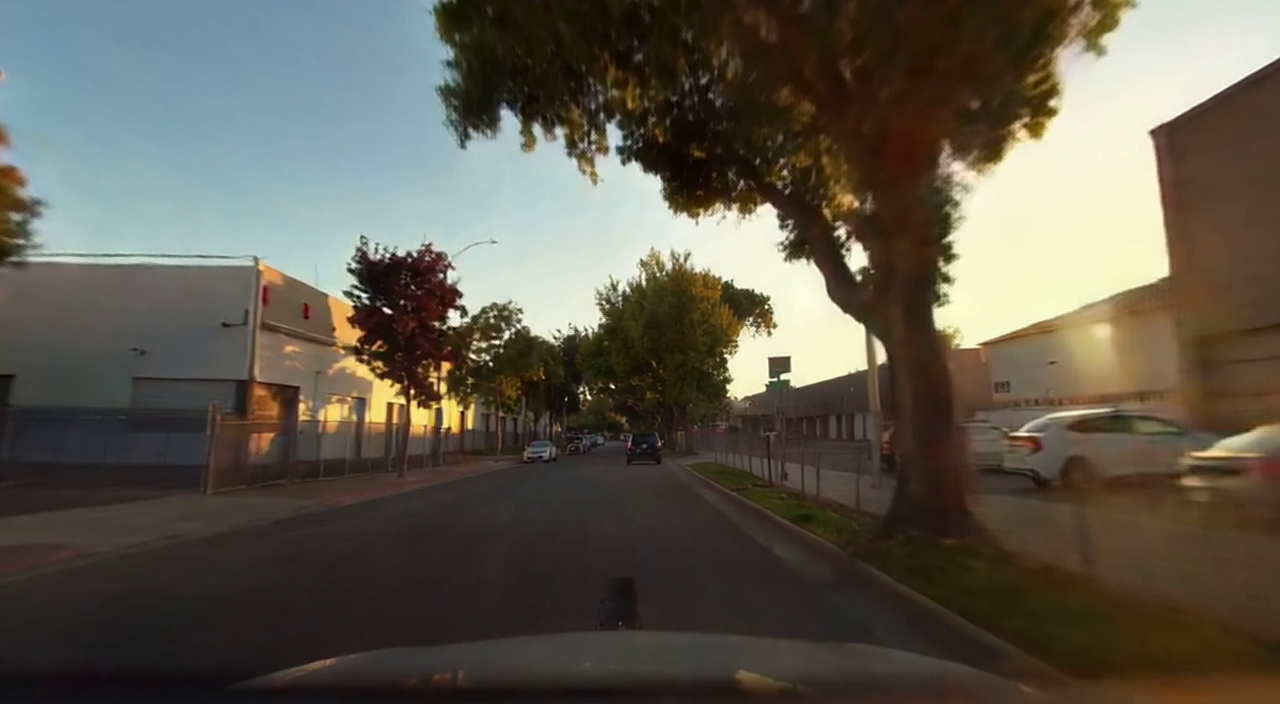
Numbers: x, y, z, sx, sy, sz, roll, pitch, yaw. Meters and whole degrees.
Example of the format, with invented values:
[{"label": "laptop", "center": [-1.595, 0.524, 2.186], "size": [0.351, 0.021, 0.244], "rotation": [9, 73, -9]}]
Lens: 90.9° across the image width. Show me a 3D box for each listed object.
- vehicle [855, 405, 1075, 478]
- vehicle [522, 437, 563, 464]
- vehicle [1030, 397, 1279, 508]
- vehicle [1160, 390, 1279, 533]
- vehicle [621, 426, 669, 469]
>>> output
[{"label": "vehicle", "center": [8.411, 2.414, 16.666], "size": [4.616, 1.500, 1.963], "rotation": [-4, -11, 0]}, {"label": "vehicle", "center": [-6.007, 6.146, 39.202], "size": [1.938, 1.500, 4.130], "rotation": [-3, -10, -1]}, {"label": "vehicle", "center": [8.669, 1.491, 9.482], "size": [4.239, 1.460, 1.984], "rotation": [0, -9, -1]}, {"label": "vehicle", "center": [8.995, 1.156, 7.039], "size": [4.661, 1.480, 1.930], "rotation": [-1, -9, -2]}, {"label": "vehicle", "center": [0.250, 4.539, 30.201], "size": [2.152, 1.874, 4.042], "rotation": [0, -8, 1]}]
